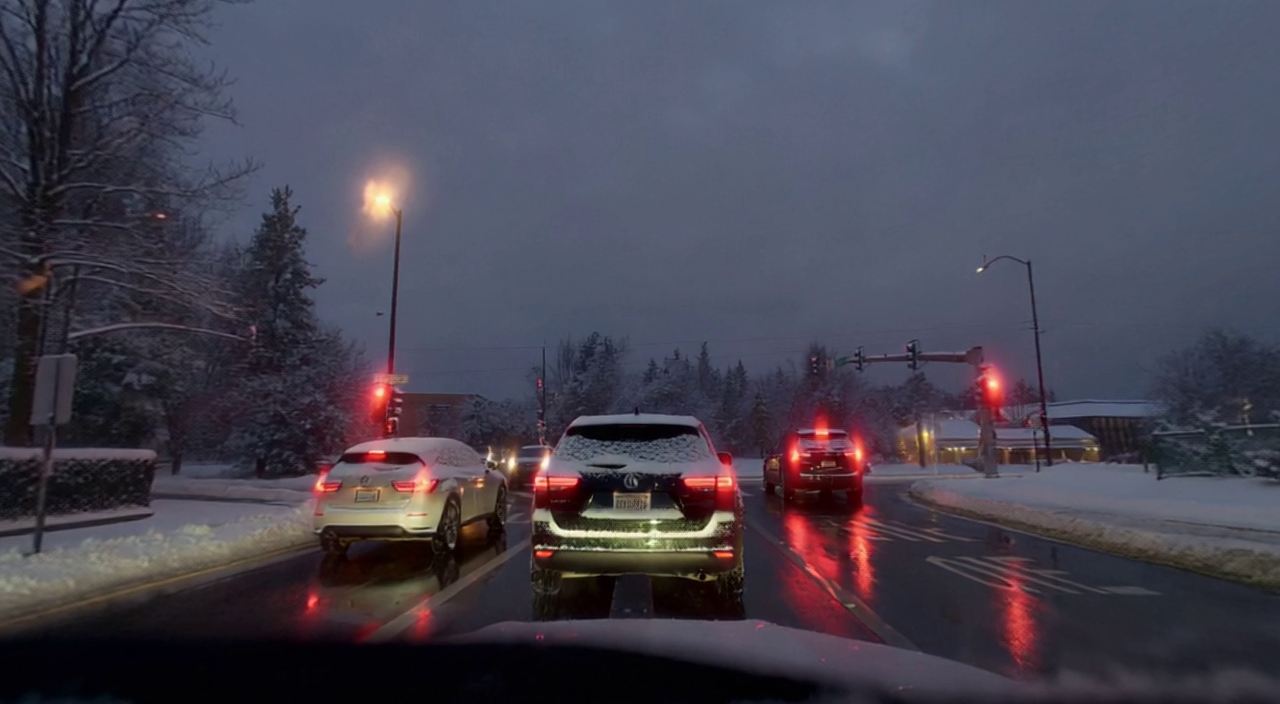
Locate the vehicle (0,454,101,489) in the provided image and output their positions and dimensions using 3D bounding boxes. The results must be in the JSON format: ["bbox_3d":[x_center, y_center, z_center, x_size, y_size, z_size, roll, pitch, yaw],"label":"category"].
[{"bbox_3d":[-27.022,5.286,27.968,4.198,1.444,1.765,2,-9,-16],"label":"vehicle"}]

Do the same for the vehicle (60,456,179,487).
[{"bbox_3d":[-25.986,5.950,31.609,4.140,1.444,1.742,2,-9,-15],"label":"vehicle"}]

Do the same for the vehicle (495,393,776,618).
[{"bbox_3d":[-0.030,1.521,7.173,2.203,1.757,4.286,0,-8,0],"label":"vehicle"}]

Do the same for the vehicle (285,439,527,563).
[{"bbox_3d":[-3.194,2.098,9.765,1.913,1.453,4.413,0,-8,2],"label":"vehicle"}]

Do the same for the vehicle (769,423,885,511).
[{"bbox_3d":[4.811,3.002,16.912,2.084,2.053,4.073,-1,-8,4],"label":"vehicle"}]
